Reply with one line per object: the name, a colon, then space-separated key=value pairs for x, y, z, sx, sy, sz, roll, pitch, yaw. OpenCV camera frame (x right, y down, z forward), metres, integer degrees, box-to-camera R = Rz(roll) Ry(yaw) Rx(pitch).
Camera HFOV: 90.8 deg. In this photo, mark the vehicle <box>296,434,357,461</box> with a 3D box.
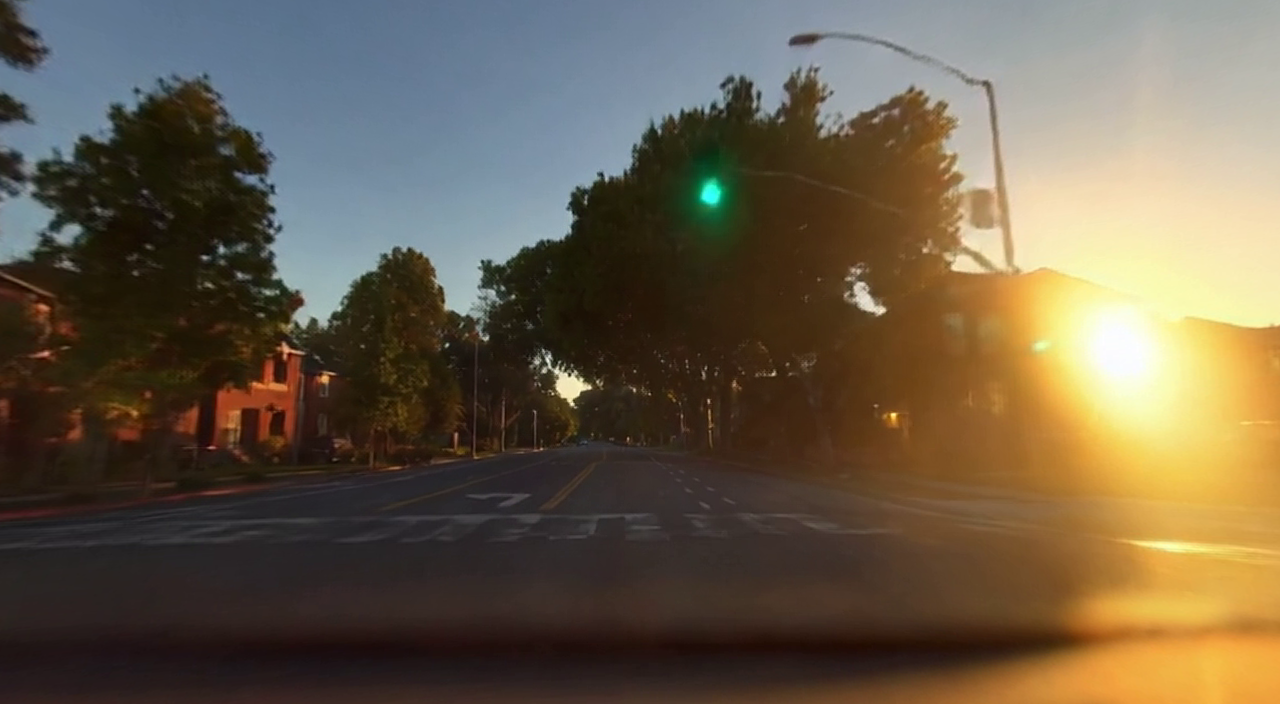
vehicle: x=-23.824 y=7.257 z=48.300 sx=2.192 sy=1.901 sz=5.889 roll=1 pitch=-8 yaw=-7
